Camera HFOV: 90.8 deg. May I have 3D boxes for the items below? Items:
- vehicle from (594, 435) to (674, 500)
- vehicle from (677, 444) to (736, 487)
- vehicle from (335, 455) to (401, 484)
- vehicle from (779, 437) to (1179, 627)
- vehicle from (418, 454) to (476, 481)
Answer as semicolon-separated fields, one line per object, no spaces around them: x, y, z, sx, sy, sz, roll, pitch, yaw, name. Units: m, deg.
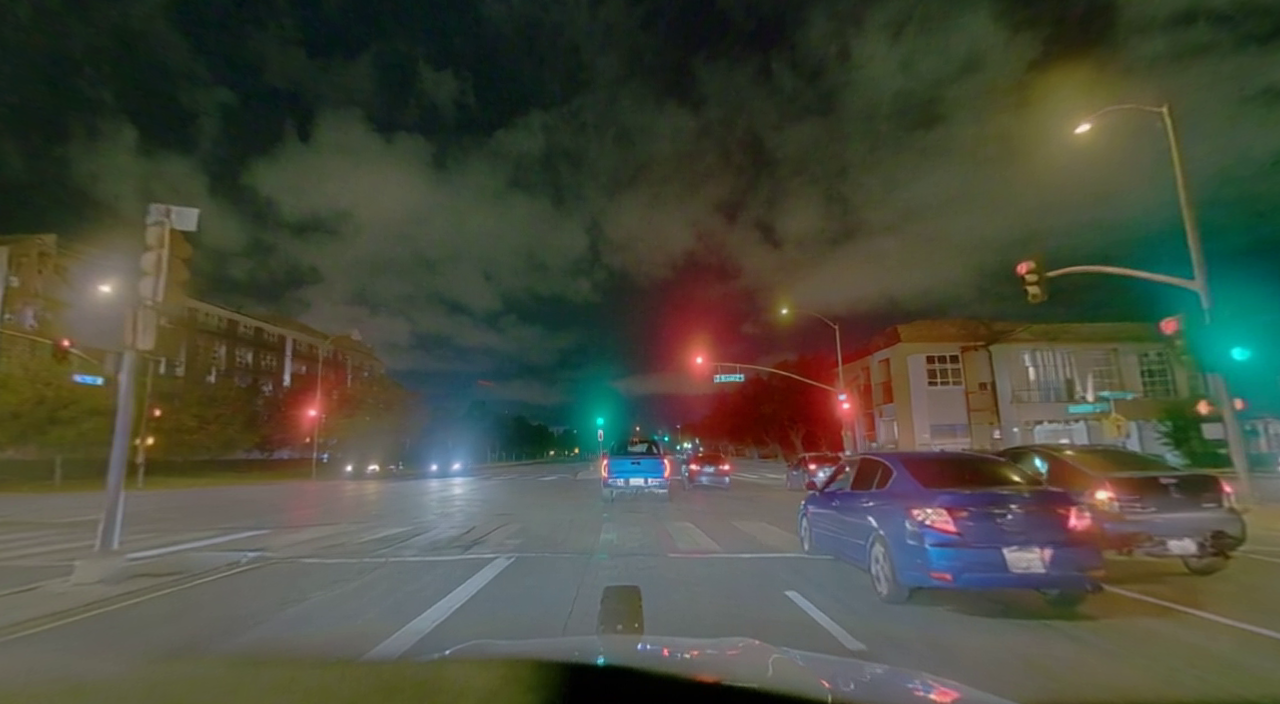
-0.213;3.732;20.825;2.344;1.883;4.572;0;-9;-1;vehicle
2.897;5.049;28.464;2.013;1.742;4.424;0;-9;-2;vehicle
-15.717;6.789;36.806;1.915;1.491;4.347;0;-8;0;vehicle
3.165;1.744;7.217;2.057;1.463;4.365;0;-8;-1;vehicle
-11.604;6.931;38.319;1.989;1.459;4.667;0;-8;0;vehicle
